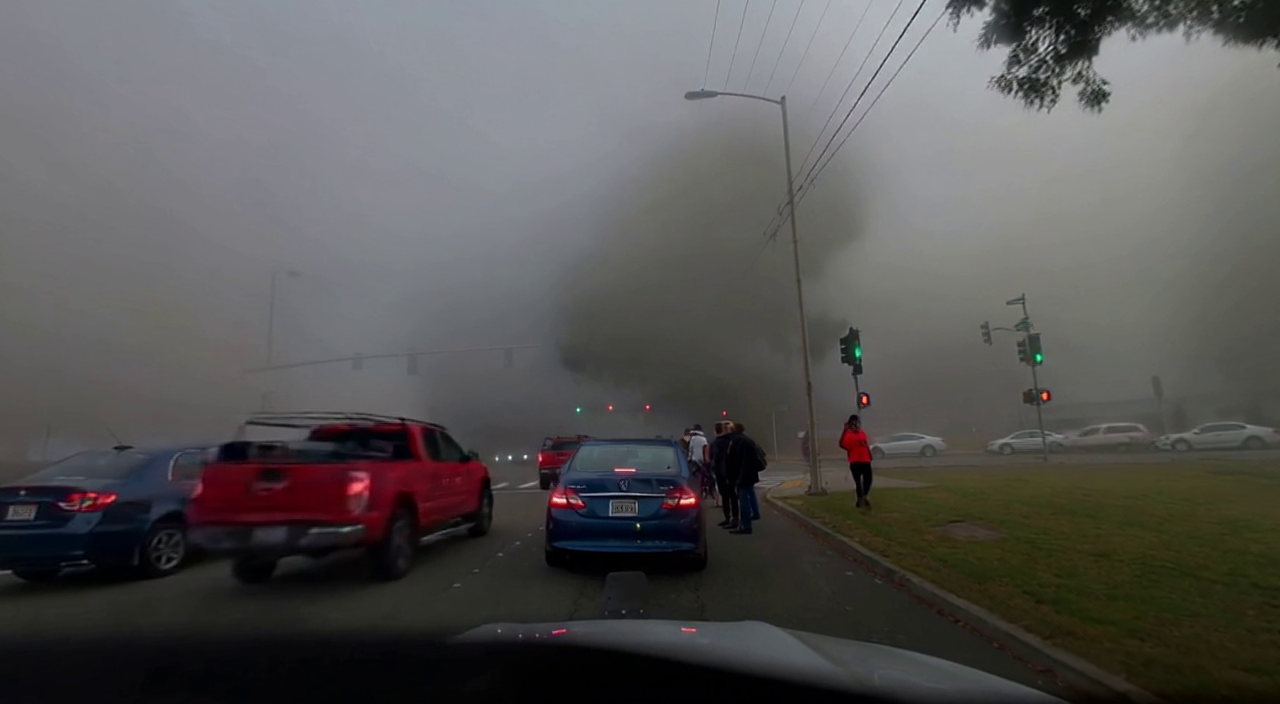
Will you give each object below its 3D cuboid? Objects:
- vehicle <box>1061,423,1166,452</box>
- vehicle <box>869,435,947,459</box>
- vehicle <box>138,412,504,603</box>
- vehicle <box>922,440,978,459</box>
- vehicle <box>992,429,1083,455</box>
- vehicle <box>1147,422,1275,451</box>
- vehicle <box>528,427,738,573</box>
[{"bbox_3d":[28.998,5.314,38.668,4.814,1.700,1.895,-5,-10,29],"label":"vehicle"},{"bbox_3d":[17.541,6.212,41.123,4.441,1.452,1.798,-5,-10,30],"label":"vehicle"},{"bbox_3d":[-3.330,1.718,7.910,2.040,1.660,4.609,0,-9,2],"label":"vehicle"},{"bbox_3d":[24.586,7.724,49.785,3.662,1.442,1.787,-5,-10,32],"label":"vehicle"},{"bbox_3d":[23.806,5.436,37.741,4.454,1.440,1.816,-5,-10,30],"label":"vehicle"},{"bbox_3d":[30.539,4.588,33.788,4.739,1.472,1.804,-5,-10,29],"label":"vehicle"},{"bbox_3d":[-0.057,1.861,8.685,2.182,1.501,4.150,0,-9,1],"label":"vehicle"}]
